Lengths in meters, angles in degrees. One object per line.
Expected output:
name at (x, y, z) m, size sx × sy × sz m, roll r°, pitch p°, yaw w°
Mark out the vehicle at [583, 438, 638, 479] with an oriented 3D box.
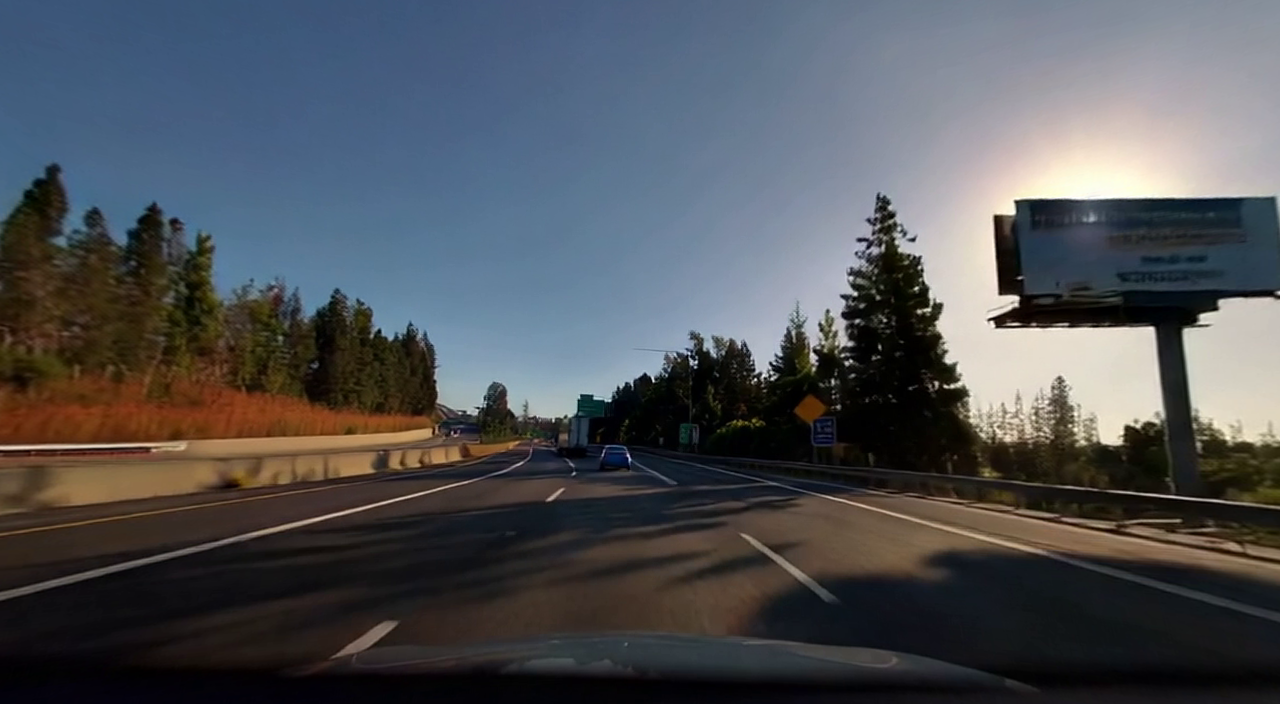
vehicle at (-1.225, 4.270, 25.581) m, size 2.042 × 1.528 × 4.300 m, roll 1°, pitch -8°, yaw -4°
